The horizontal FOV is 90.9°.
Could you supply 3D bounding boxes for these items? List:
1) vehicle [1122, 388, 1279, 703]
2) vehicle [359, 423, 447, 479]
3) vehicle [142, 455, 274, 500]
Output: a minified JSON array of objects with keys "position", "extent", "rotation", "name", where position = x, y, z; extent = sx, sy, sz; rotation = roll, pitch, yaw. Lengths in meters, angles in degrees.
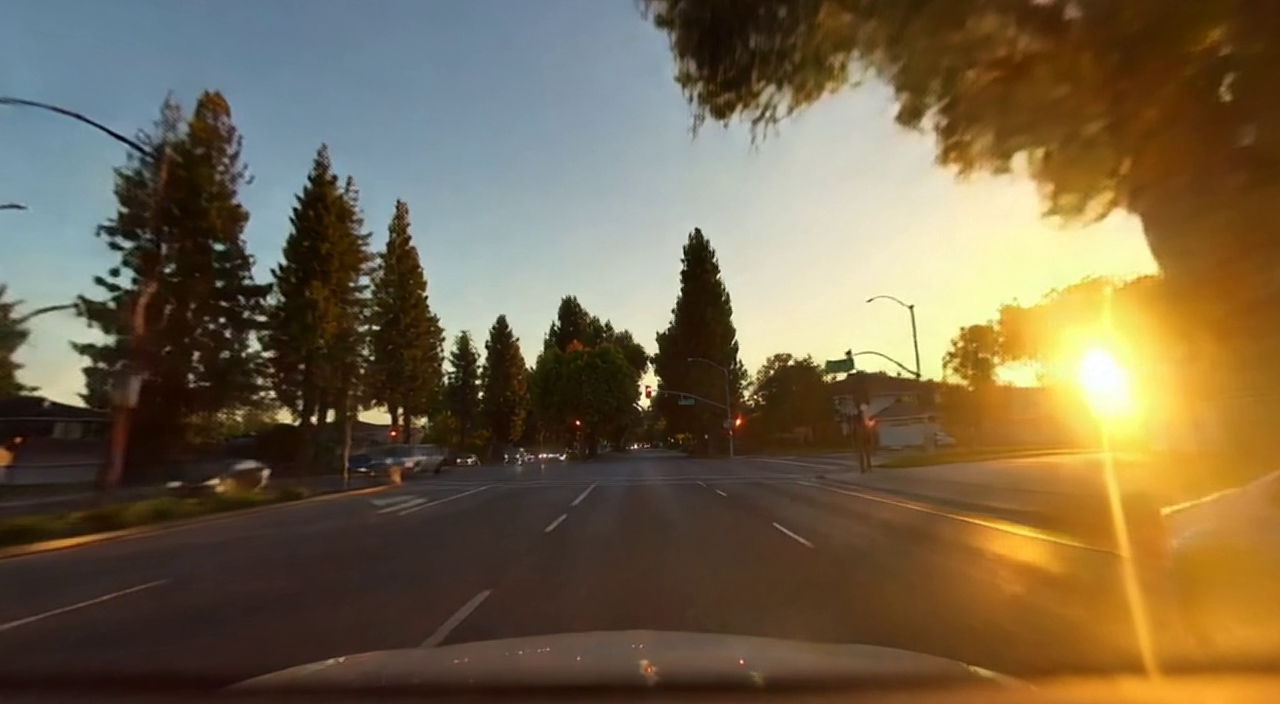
[{"position":[4.198,0.847,2.289],"extent":[2.018,1.591,3.564],"rotation":[-1,-9,0],"name":"vehicle"},{"position":[-13.151,5.547,35.521],"extent":[2.357,2.798,6.419],"rotation":[-1,-9,1],"name":"vehicle"},{"position":[-16.852,4.886,24.939],"extent":[1.946,1.502,4.557],"rotation":[-1,-9,1],"name":"vehicle"}]
